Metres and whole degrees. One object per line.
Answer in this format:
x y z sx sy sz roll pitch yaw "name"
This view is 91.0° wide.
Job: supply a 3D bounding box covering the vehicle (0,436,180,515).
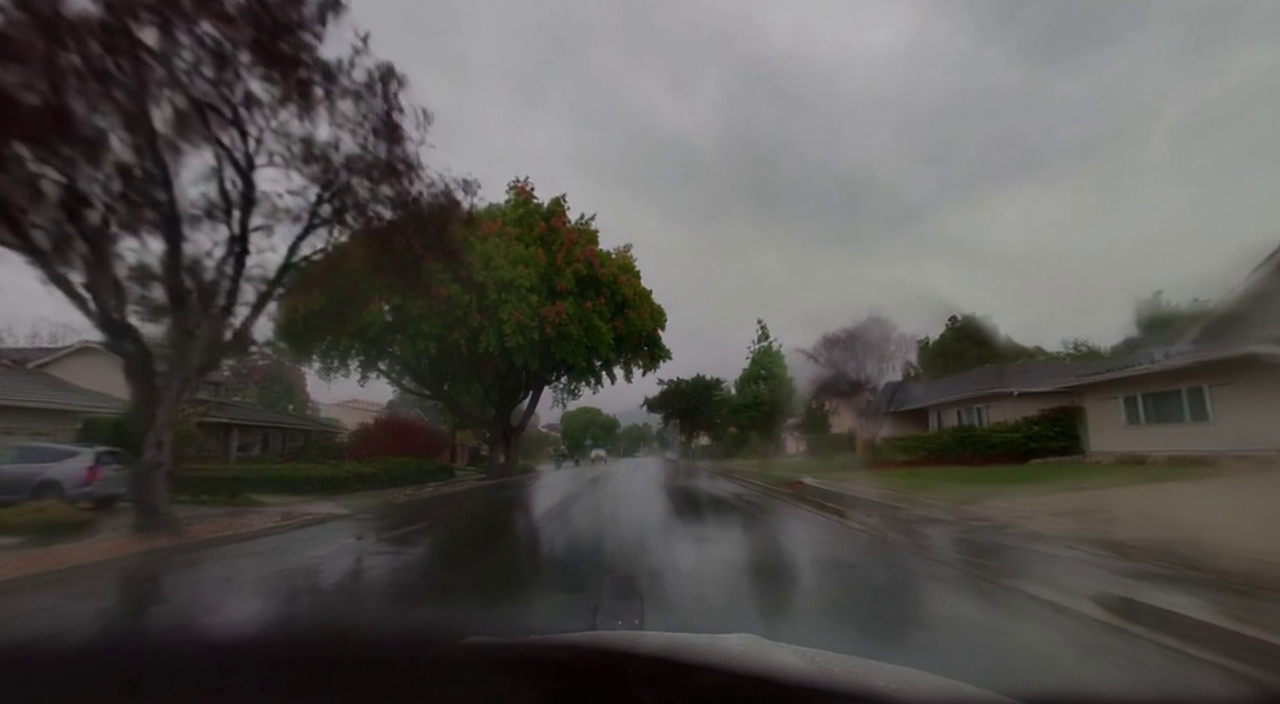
-13.810 2.803 14.565 4.850 1.676 1.920 0 -9 4 "vehicle"
